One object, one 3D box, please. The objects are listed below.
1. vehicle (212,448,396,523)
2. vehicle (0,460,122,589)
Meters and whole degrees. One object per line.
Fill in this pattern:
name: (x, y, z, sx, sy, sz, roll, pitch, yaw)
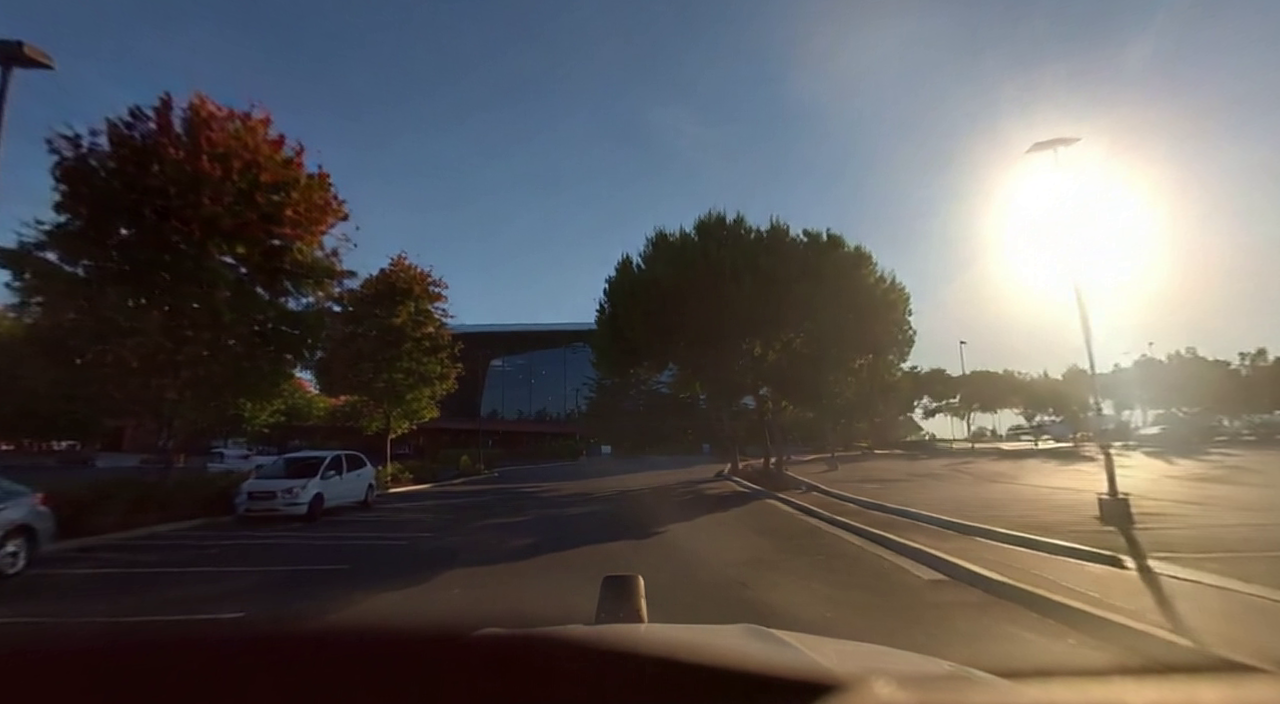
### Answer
vehicle: (-8.970, 3.552, 17.537, 2.360, 1.741, 4.912, 0, -9, 0)
vehicle: (-8.840, 2.052, 7.206, 2.038, 1.525, 4.383, 0, -9, 2)
